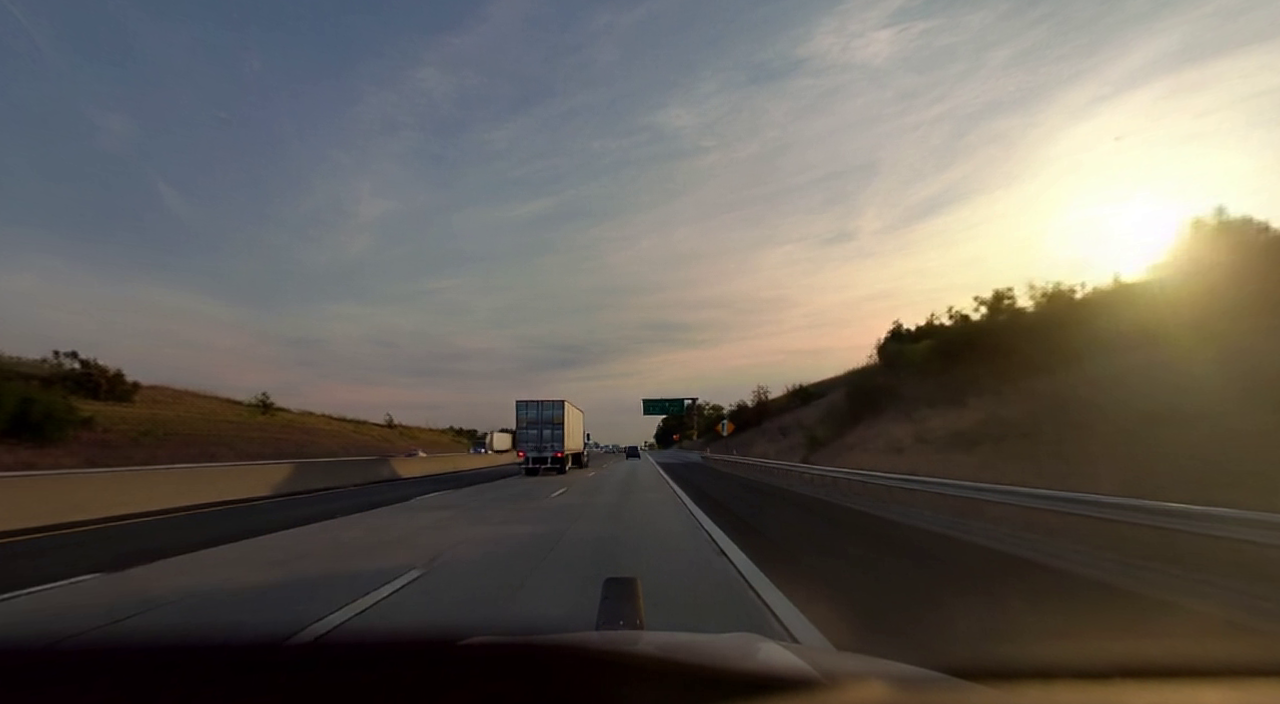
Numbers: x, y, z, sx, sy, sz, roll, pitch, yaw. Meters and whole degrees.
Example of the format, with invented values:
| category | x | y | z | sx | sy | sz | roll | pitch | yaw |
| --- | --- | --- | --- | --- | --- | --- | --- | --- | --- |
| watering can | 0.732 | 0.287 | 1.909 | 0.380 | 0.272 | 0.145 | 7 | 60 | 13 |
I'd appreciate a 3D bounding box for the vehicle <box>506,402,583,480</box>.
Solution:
| category | x | y | z | sx | sy | sz | roll | pitch | yaw |
| --- | --- | --- | --- | --- | --- | --- | --- | --- | --- |
| vehicle | -4.571 | 4.517 | 31.856 | 2.707 | 3.461 | 7.191 | 0 | -9 | 0 |
